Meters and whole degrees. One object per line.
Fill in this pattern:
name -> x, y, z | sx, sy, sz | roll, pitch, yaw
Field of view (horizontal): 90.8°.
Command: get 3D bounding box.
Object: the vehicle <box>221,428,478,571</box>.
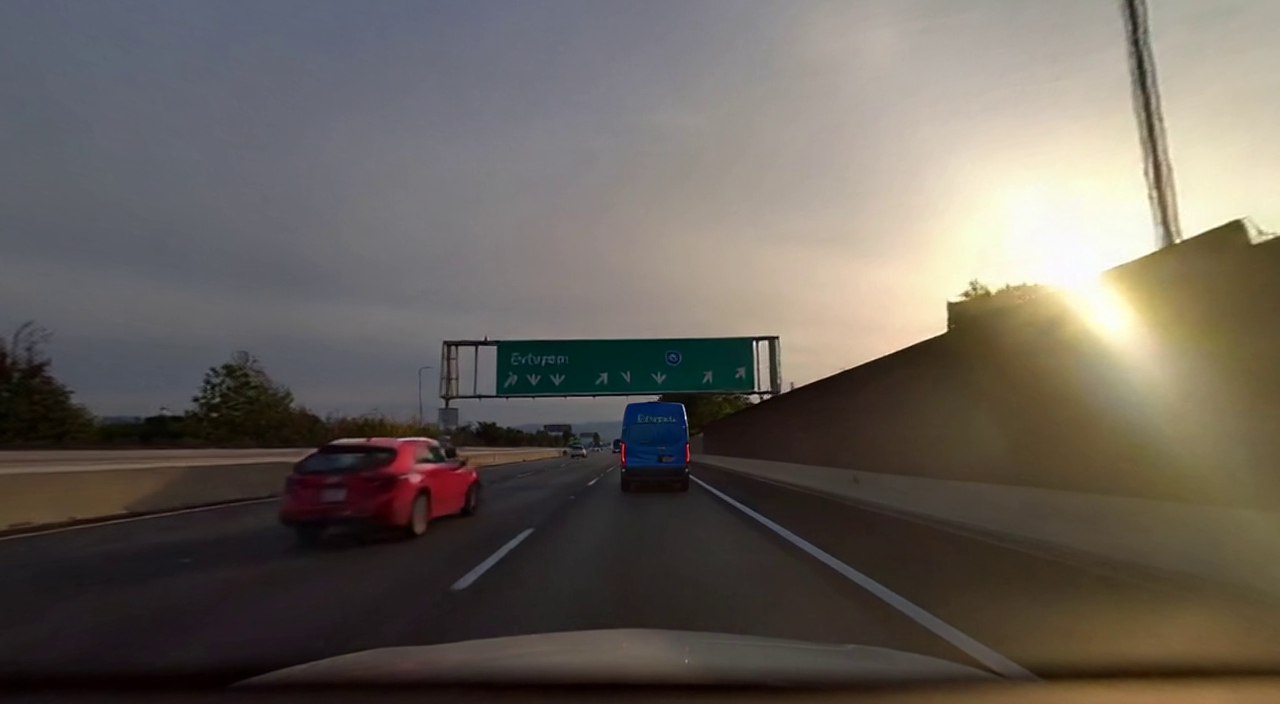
vehicle -> -3.575, 1.851, 8.564 | 1.788, 1.500, 3.475 | 0, -9, 0

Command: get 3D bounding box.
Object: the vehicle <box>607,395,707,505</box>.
vehicle -> 0.314, 2.683, 17.440 | 2.332, 2.558, 5.314 | 0, -9, -2
